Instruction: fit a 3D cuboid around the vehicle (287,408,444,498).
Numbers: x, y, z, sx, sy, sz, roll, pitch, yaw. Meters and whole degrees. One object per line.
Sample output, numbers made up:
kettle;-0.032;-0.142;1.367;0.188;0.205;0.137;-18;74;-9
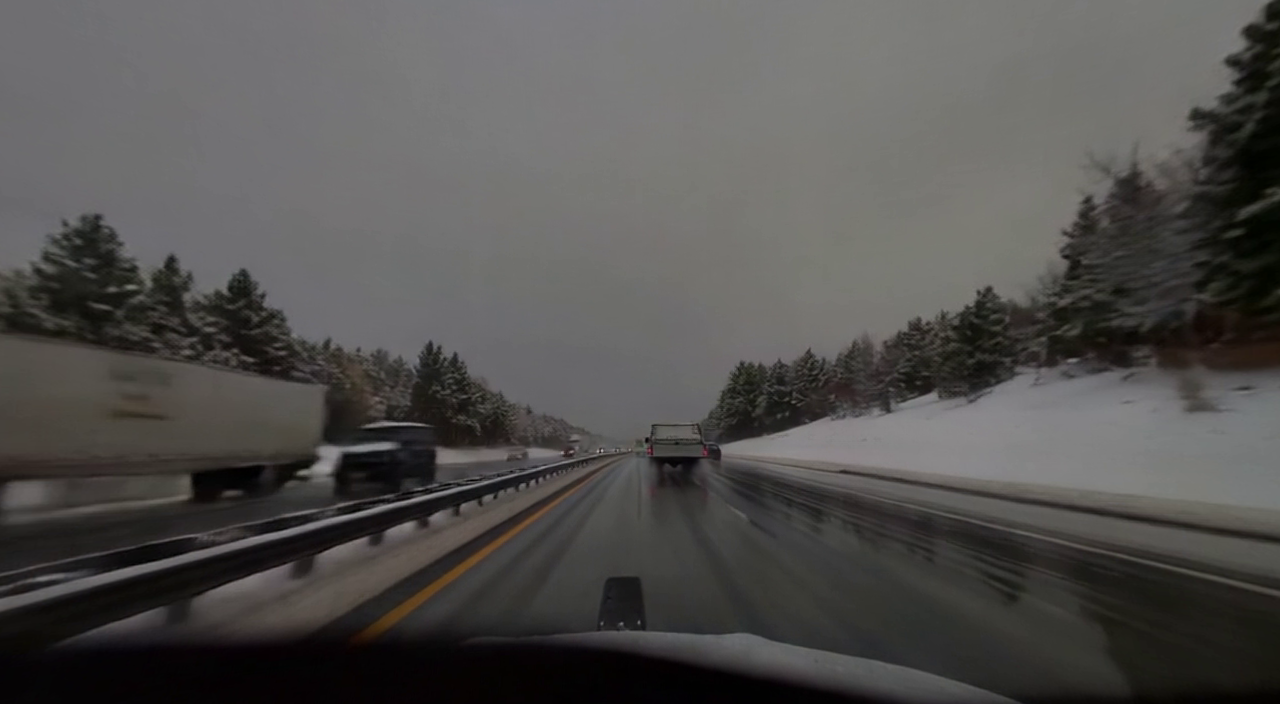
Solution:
vehicle;-9.144;3.481;22.010;2.357;2.623;6.876;0;-9;0

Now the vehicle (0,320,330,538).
vehicle;-13.504;2.289;17.365;2.871;4.062;13.910;0;-9;0

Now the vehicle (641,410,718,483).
vehicle;1.369;3.652;24.377;2.423;2.517;5.055;0;-9;-3
